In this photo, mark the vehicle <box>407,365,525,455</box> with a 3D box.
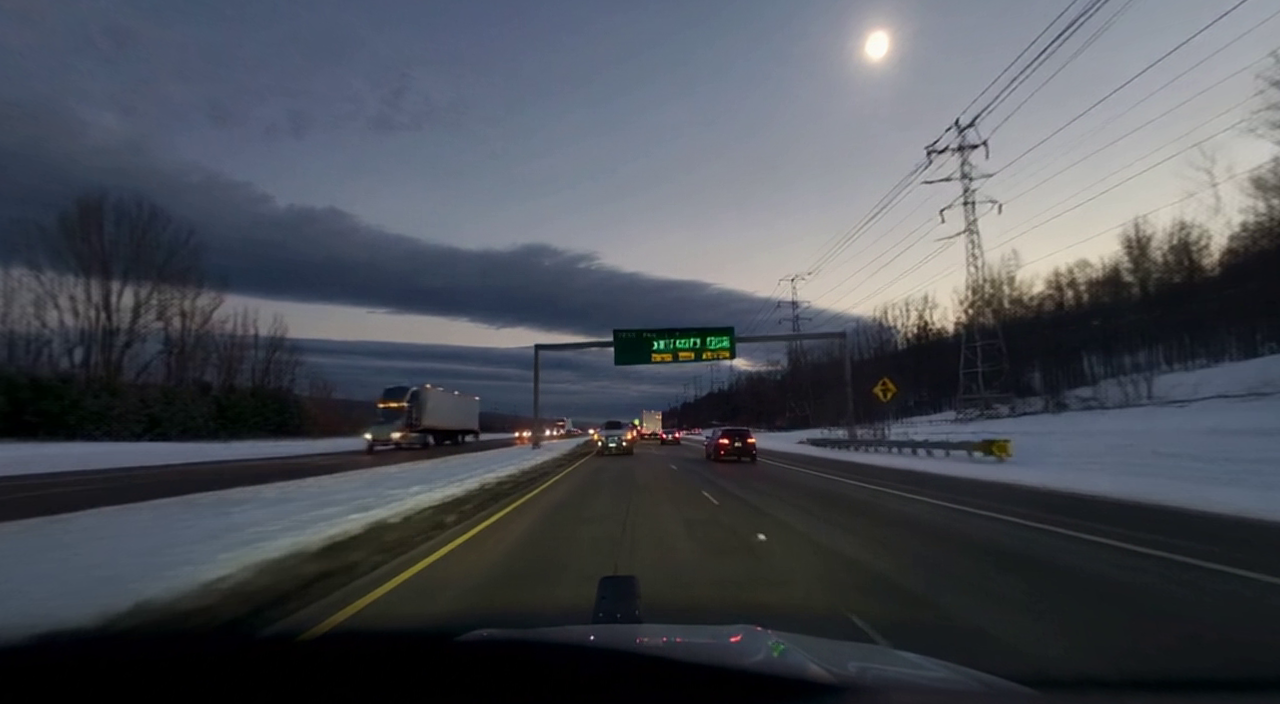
[{"bbox_3d":[-9.151,3.554,35.508,2.975,4.091,13.887,0,-8,-1],"label":"vehicle"}]

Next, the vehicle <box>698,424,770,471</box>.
[{"bbox_3d":[3.425,3.577,23.764,2.062,1.581,3.914,0,-8,-1],"label":"vehicle"}]

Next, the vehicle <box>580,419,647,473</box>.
[{"bbox_3d":[-0.874,3.260,22.192,2.134,1.710,4.049,0,-7,-1],"label":"vehicle"}]

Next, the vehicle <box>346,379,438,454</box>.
[{"bbox_3d":[-14.047,3.793,36.235,2.973,3.971,6.106,0,-8,-2],"label":"vehicle"}]
